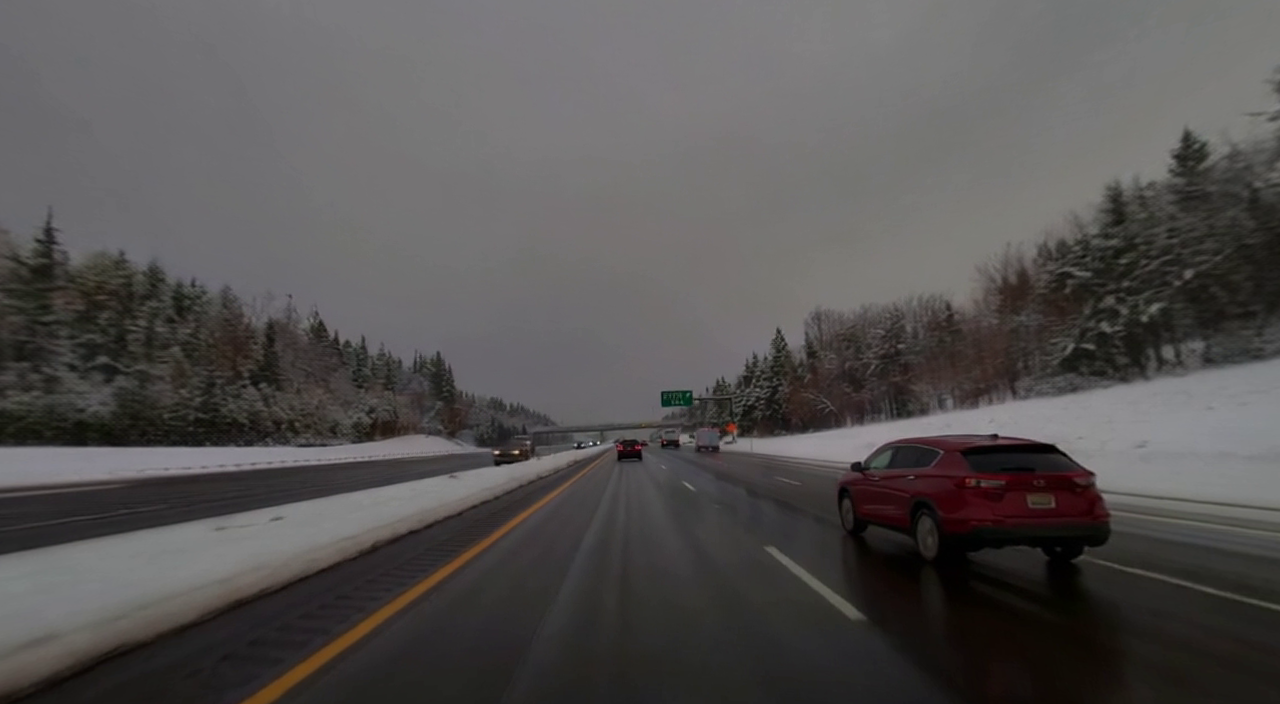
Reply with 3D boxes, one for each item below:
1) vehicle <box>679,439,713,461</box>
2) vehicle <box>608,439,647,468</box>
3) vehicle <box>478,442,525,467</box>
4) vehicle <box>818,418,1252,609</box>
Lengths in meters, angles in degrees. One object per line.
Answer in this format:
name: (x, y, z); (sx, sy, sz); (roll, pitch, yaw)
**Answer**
vehicle: (4.021, 7.105, 45.908); (1.995, 1.556, 3.893); (0, -8, -2)
vehicle: (-0.702, 5.675, 35.520); (2.055, 1.466, 4.317); (0, -8, -1)
vehicle: (-8.849, 6.590, 40.726); (2.017, 1.504, 4.505); (0, -8, 0)
vehicle: (3.819, 1.607, 7.429); (1.961, 1.495, 4.743); (0, -8, -1)
